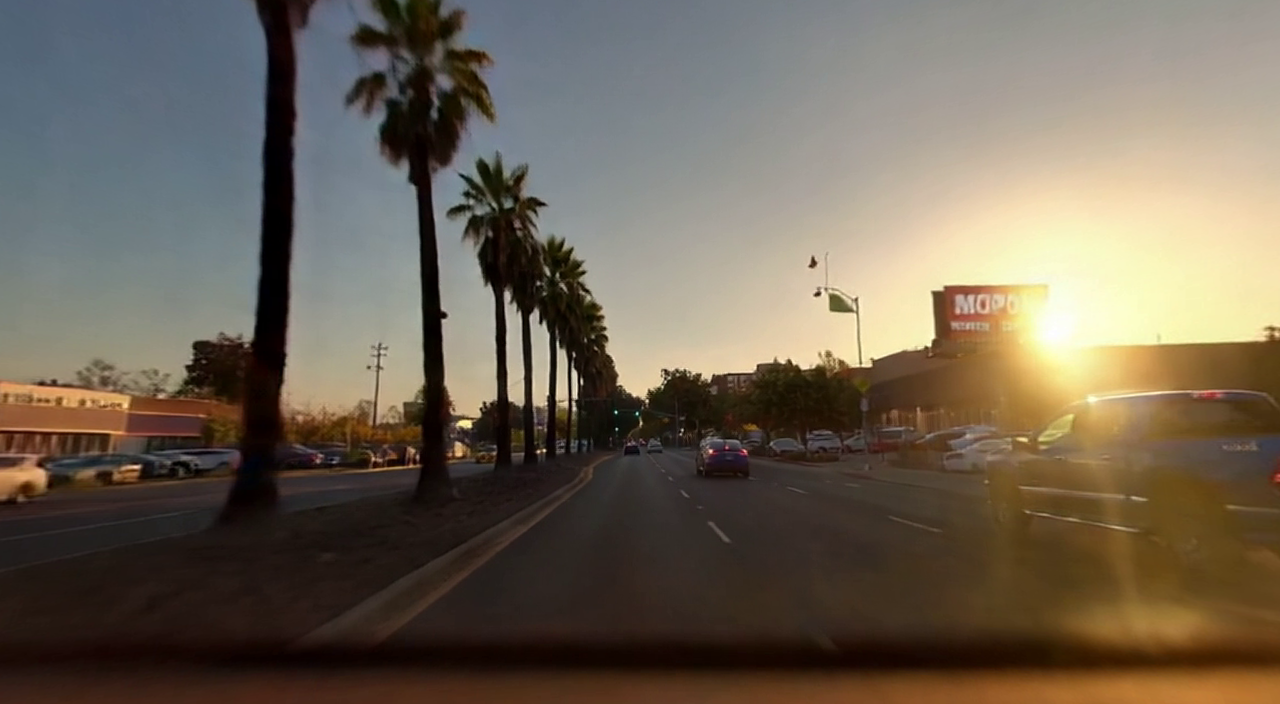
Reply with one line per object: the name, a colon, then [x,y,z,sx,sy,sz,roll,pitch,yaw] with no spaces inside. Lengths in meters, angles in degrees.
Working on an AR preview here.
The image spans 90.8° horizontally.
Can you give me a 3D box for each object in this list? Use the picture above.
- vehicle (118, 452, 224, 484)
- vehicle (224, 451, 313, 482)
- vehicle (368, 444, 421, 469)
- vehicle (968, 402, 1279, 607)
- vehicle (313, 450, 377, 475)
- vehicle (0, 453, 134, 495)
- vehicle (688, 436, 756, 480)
vehicle: [-24.429,6.028,33.182,1.899,1.499,4.911,0,-9,-1]
vehicle: [-19.470,6.002,33.385,1.900,1.481,4.684,0,-8,0]
vehicle: [-19.295,8.203,49.948,2.066,1.825,5.291,0,-8,0]
vehicle: [6.124,1.490,6.895,2.140,1.606,5.437,0,-8,0]
vehicle: [-19.564,7.291,42.120,1.871,1.519,5.002,0,-8,0]
vehicle: [-24.299,5.080,26.781,1.843,1.548,4.645,0,-9,-1]
vehicle: [3.092,4.084,24.632,1.889,1.541,4.303,0,-8,-2]
